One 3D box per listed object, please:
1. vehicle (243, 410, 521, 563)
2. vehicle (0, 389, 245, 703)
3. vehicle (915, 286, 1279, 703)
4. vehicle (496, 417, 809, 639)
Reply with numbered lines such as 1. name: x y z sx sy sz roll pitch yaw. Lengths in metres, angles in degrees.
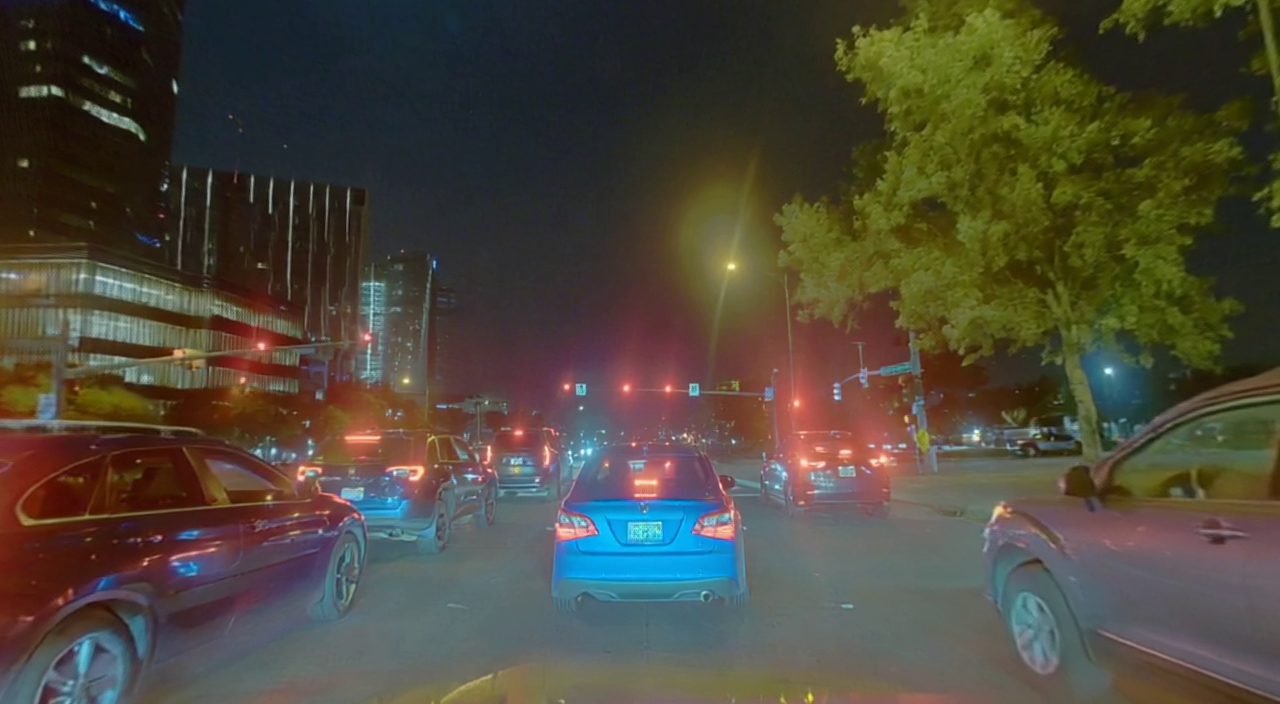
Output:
1. vehicle: -3.374 1.872 9.501 2.168 1.719 4.561 -1 -9 1
2. vehicle: -3.392 0.747 1.241 2.144 1.505 4.635 -1 -9 1
3. vehicle: 3.055 0.737 2.281 2.108 1.785 4.334 0 -9 0
4. vehicle: 0.082 1.511 6.387 2.147 1.507 3.953 0 -8 0
